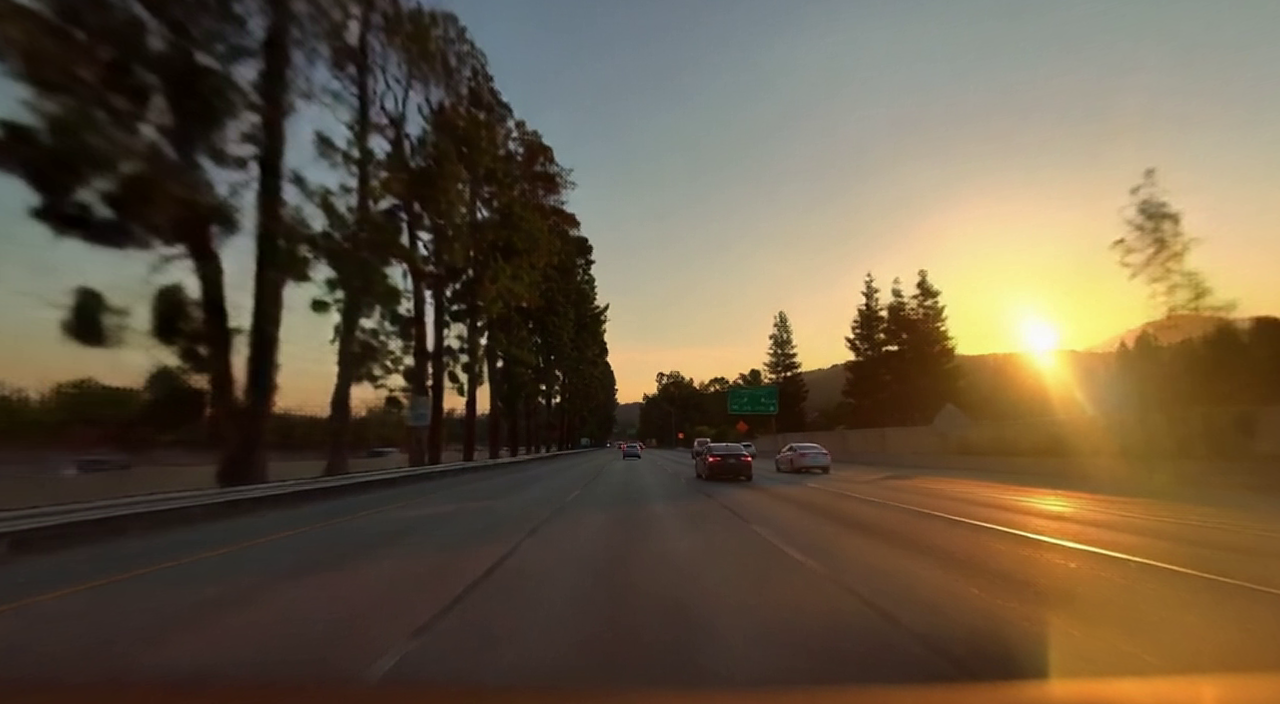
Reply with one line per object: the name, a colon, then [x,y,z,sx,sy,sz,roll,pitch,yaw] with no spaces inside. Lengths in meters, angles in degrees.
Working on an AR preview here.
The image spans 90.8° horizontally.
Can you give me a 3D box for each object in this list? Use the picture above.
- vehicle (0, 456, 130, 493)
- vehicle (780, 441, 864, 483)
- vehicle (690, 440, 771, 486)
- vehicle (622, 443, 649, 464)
vehicle: [-26.607,5.640,29.369,1.951,1.481,4.693,0,-9,-1]
vehicle: [7.164,4.371,25.396,1.946,1.497,4.467,0,-8,-2]
vehicle: [3.115,3.941,22.795,2.076,1.472,4.562,0,-8,-2]
vehicle: [-0.426,7.937,49.582,2.029,1.595,4.207,0,-8,-1]
